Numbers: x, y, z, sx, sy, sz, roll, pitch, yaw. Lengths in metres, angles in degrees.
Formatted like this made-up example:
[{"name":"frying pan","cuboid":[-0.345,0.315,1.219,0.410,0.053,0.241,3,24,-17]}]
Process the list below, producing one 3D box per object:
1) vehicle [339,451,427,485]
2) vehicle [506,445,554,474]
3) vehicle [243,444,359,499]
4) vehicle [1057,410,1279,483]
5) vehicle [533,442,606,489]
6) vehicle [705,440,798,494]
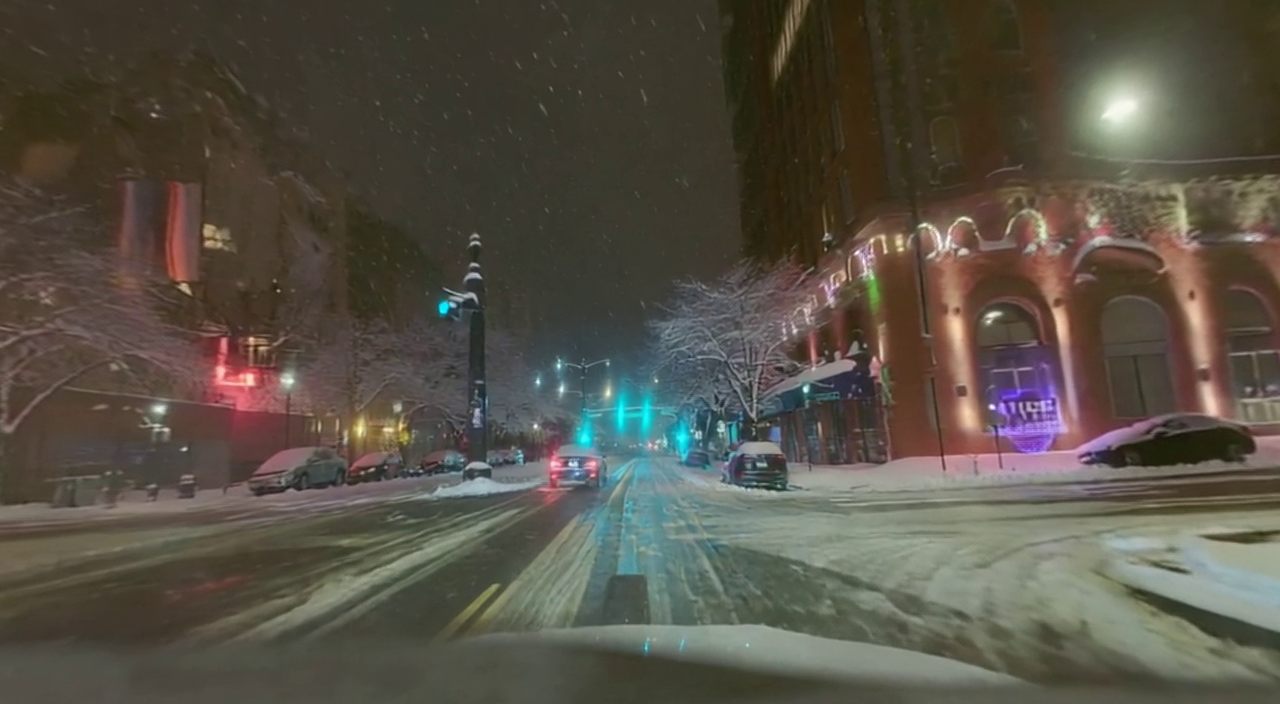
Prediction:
[{"name":"vehicle","cuboid":[-12.427,5.551,30.407,4.305,1.463,2.020,-7,-11,39]},{"name":"vehicle","cuboid":[-7.193,7.079,41.674,2.224,1.797,4.747,0,-8,1]},{"name":"vehicle","cuboid":[-12.333,4.233,22.799,4.737,1.741,2.092,-8,-11,41]},{"name":"vehicle","cuboid":[13.666,2.335,15.915,4.843,1.527,2.088,-2,-7,-5]},{"name":"vehicle","cuboid":[-2.323,3.893,21.990,2.030,1.436,4.388,0,-8,0]},{"name":"vehicle","cuboid":[3.305,3.509,19.707,1.950,1.462,4.807,0,-8,-1]}]
